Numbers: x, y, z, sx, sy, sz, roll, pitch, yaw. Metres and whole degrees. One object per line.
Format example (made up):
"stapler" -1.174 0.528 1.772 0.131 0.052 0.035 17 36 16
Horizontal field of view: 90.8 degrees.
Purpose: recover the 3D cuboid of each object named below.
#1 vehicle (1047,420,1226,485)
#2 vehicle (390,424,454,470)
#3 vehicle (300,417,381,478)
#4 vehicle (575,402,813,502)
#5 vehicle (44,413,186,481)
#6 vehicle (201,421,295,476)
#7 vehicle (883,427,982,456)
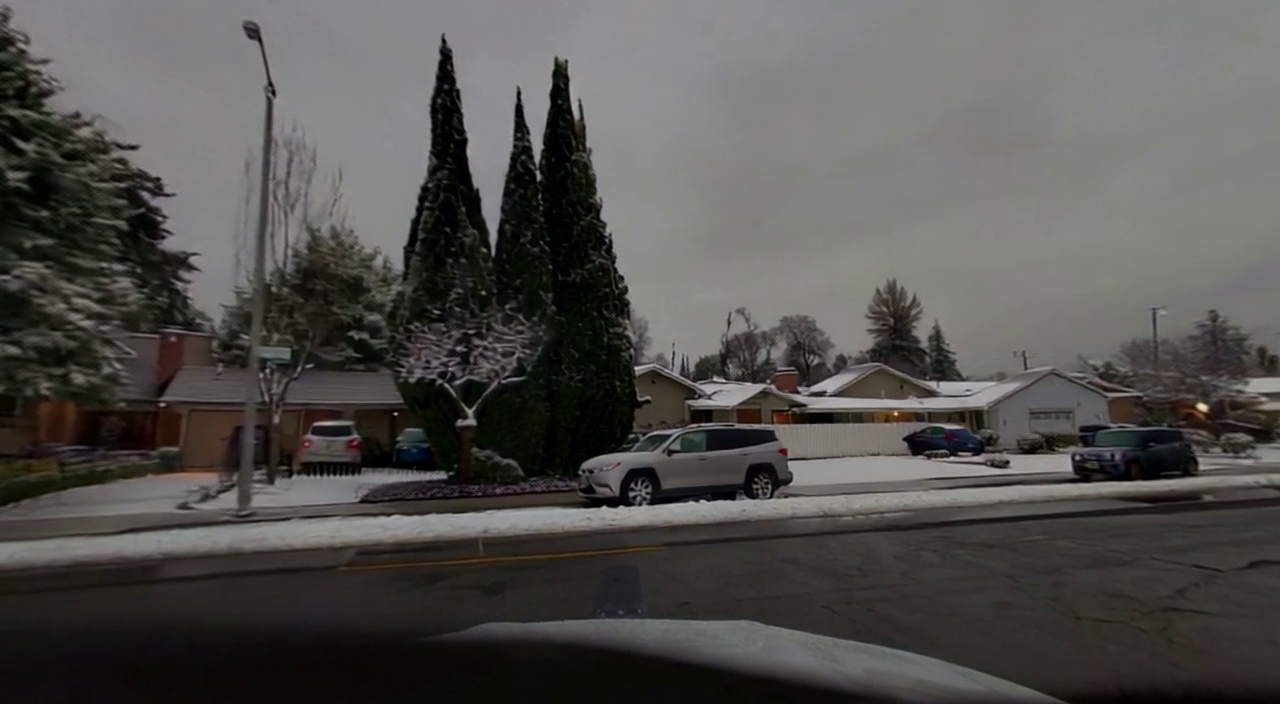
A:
"vehicle" 16.040 3.210 20.406 5.179 1.847 2.219 3 -10 -25
"vehicle" -8.965 3.889 25.818 2.005 1.699 4.234 4 -9 -24
"vehicle" -11.042 3.546 23.694 2.278 1.969 5.533 3 -8 -21
"vehicle" 1.191 2.297 14.375 4.919 1.969 2.104 4 -10 -19
"vehicle" -18.154 3.276 21.754 5.475 2.043 2.307 -6 -11 36
"vehicle" -15.073 3.756 24.627 2.391 1.894 5.075 4 -9 -24
"vehicle" 16.441 5.092 35.731 1.967 1.523 4.619 7 -11 -38
